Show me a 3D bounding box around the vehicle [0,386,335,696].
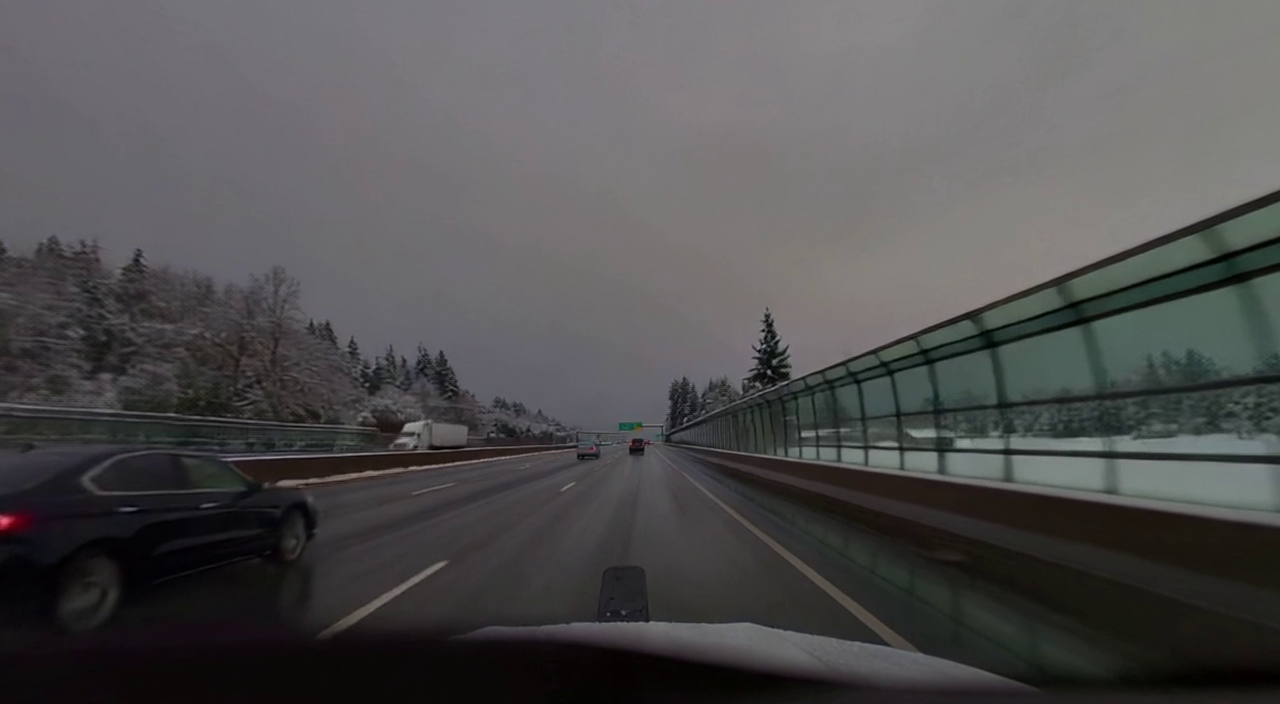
[{"bbox_3d":[-4.234,1.120,4.311,2.059,1.541,4.296,0,-9,1],"label":"vehicle"}]

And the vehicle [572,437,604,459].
[{"bbox_3d":[-3.969,7.446,48.702,2.063,1.598,4.189,0,-9,1],"label":"vehicle"}]
